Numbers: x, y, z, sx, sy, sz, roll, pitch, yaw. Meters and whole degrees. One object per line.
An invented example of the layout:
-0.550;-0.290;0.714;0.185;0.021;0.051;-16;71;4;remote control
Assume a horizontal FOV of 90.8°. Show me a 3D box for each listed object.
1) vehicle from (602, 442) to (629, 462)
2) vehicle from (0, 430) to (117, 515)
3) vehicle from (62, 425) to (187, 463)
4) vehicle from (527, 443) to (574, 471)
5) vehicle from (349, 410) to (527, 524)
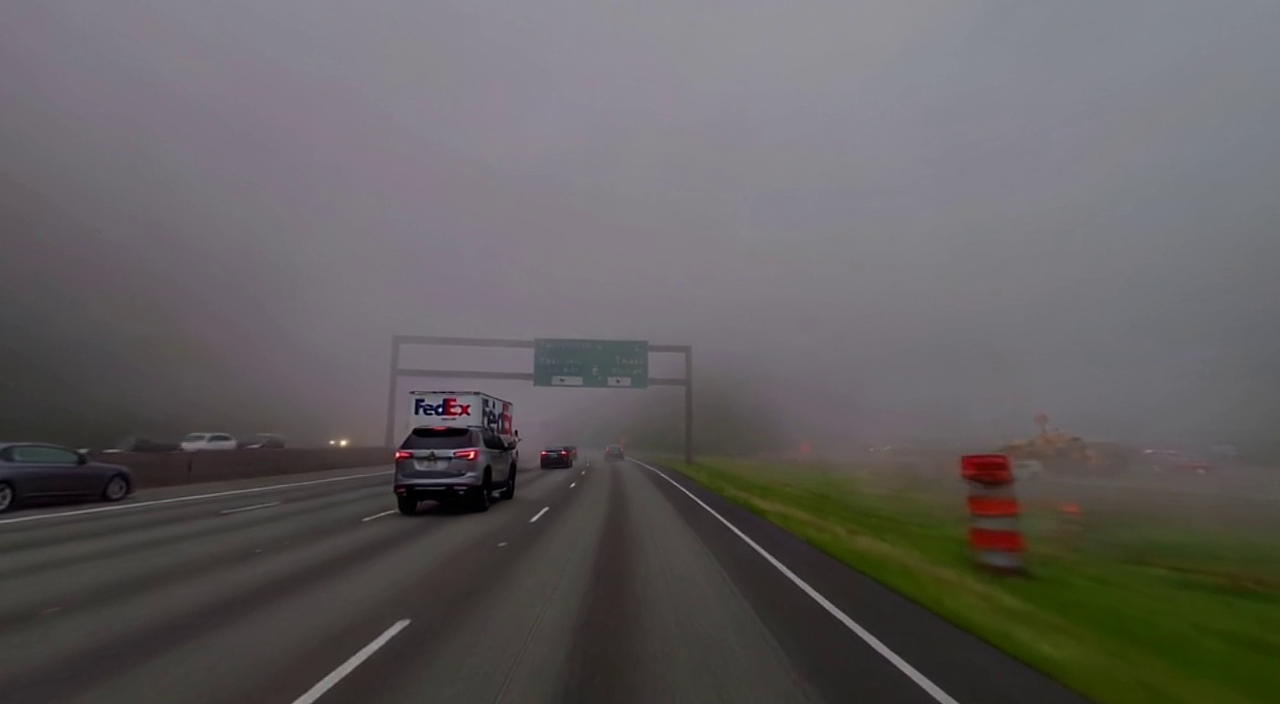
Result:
-1.972;7.925;49.941;2.043;1.489;3.839;0;-9;-4;vehicle
-13.672;2.465;13.032;2.018;1.668;4.409;0;-9;-1;vehicle
-24.054;4.357;29.786;1.987;1.613;4.782;0;-9;-2;vehicle
-4.977;5.887;35.576;2.192;1.478;4.591;0;-9;-3;vehicle
-3.792;2.276;12.935;2.170;1.886;4.628;0;-9;-1;vehicle
